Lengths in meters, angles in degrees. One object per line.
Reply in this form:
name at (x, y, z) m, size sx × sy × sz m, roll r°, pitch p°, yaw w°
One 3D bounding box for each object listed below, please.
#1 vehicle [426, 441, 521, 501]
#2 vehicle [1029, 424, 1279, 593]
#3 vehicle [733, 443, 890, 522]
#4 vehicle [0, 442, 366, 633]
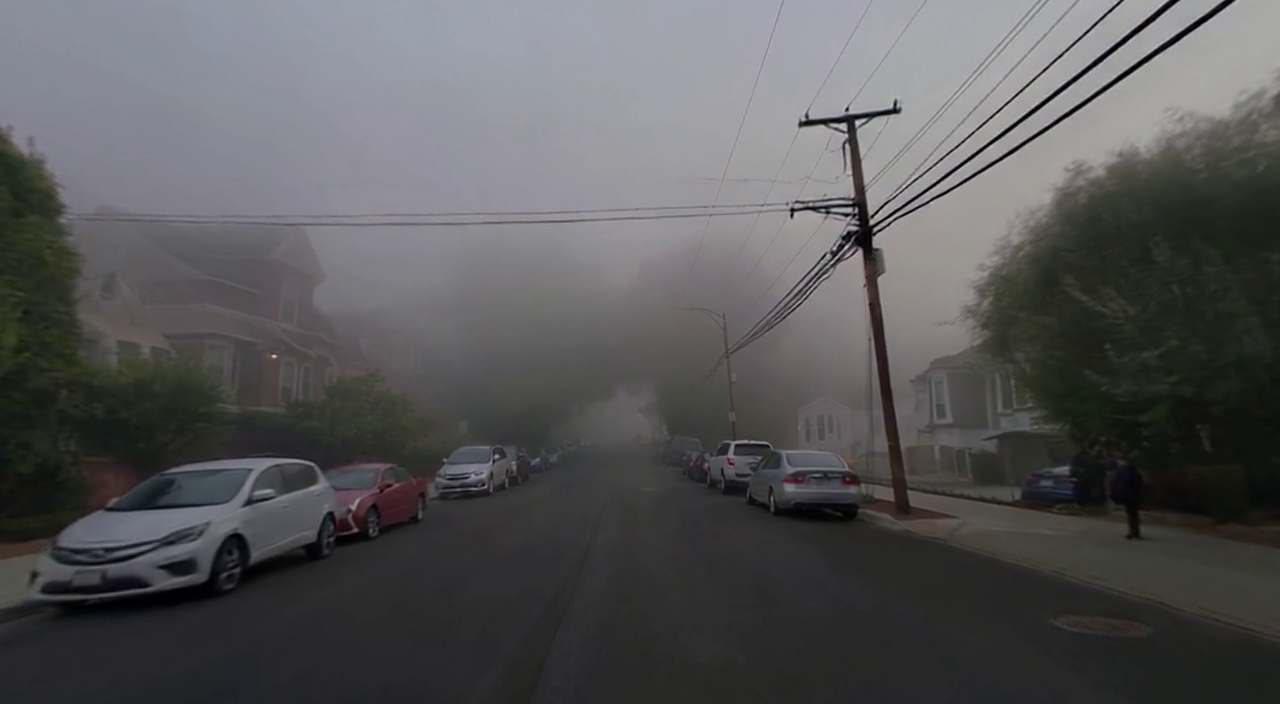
vehicle at (-6.084, 4.372, 23.956) m, size 2.184 × 1.958 × 5.757 m, roll 0°, pitch -8°, yaw -1°
vehicle at (7.211, 1.583, 6.875) m, size 4.546 × 1.537 × 2.076 m, roll 0°, pitch -8°, yaw 1°
vehicle at (3.711, 2.901, 14.785) m, size 2.174 × 1.504 × 4.809 m, roll 0°, pitch -8°, yaw -2°
vehicle at (-5.429, 2.022, 8.057) m, size 2.032 × 1.716 × 4.382 m, roll 0°, pitch -8°, yaw -2°
